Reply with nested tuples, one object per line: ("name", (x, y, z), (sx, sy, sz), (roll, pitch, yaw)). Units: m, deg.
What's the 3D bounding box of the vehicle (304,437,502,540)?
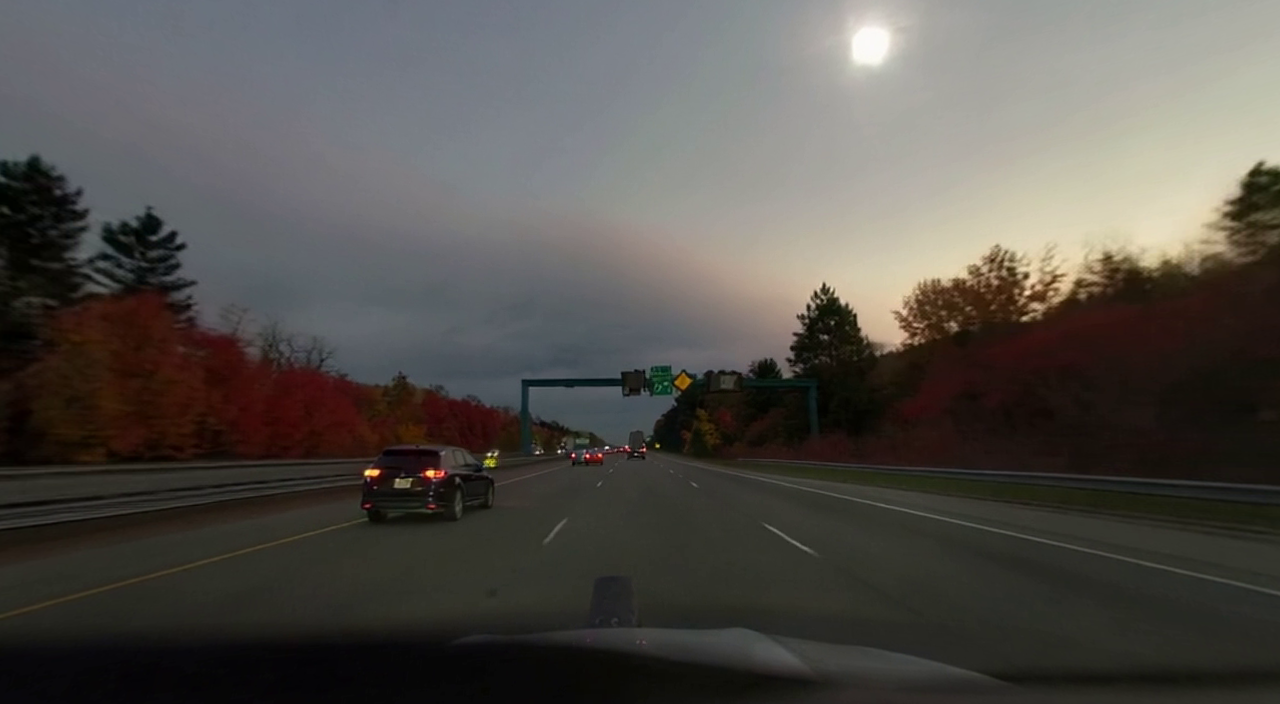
("vehicle", (-4.035, 2.387, 11.565), (2.071, 1.525, 4.058), (0, -9, 0))
